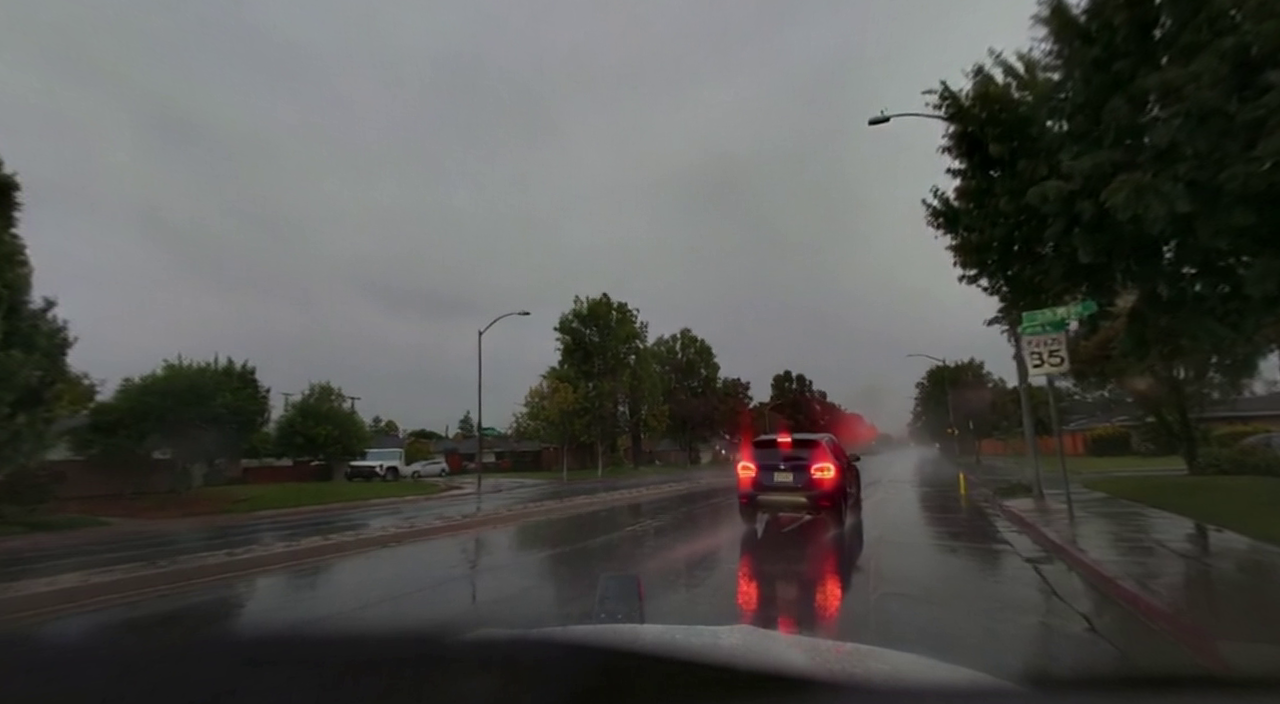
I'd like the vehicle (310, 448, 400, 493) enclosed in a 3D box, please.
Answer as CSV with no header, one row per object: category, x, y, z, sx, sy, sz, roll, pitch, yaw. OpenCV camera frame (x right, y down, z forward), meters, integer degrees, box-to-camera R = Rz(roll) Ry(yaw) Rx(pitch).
vehicle,-18.496,7.683,41.222,2.329,2.631,5.560,-5,-10,15

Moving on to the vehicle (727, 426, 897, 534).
vehicle,3.633,2.438,12.664,2.018,1.733,4.546,-6,-10,31
